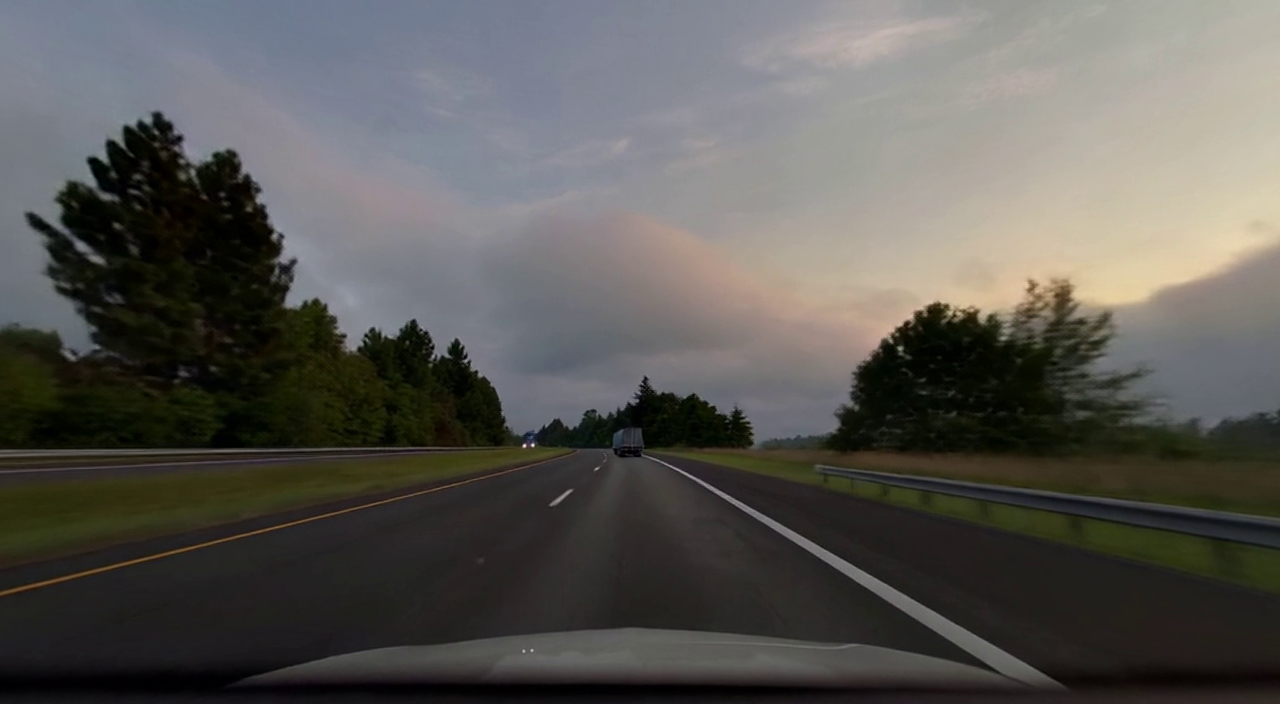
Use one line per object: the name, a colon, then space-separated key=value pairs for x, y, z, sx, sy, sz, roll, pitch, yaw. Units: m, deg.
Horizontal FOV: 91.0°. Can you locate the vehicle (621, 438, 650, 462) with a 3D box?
vehicle: x=-0.415 y=7.611 z=49.089 sx=2.079 sy=1.729 sz=4.380 roll=0 pitch=-8 yaw=-3
